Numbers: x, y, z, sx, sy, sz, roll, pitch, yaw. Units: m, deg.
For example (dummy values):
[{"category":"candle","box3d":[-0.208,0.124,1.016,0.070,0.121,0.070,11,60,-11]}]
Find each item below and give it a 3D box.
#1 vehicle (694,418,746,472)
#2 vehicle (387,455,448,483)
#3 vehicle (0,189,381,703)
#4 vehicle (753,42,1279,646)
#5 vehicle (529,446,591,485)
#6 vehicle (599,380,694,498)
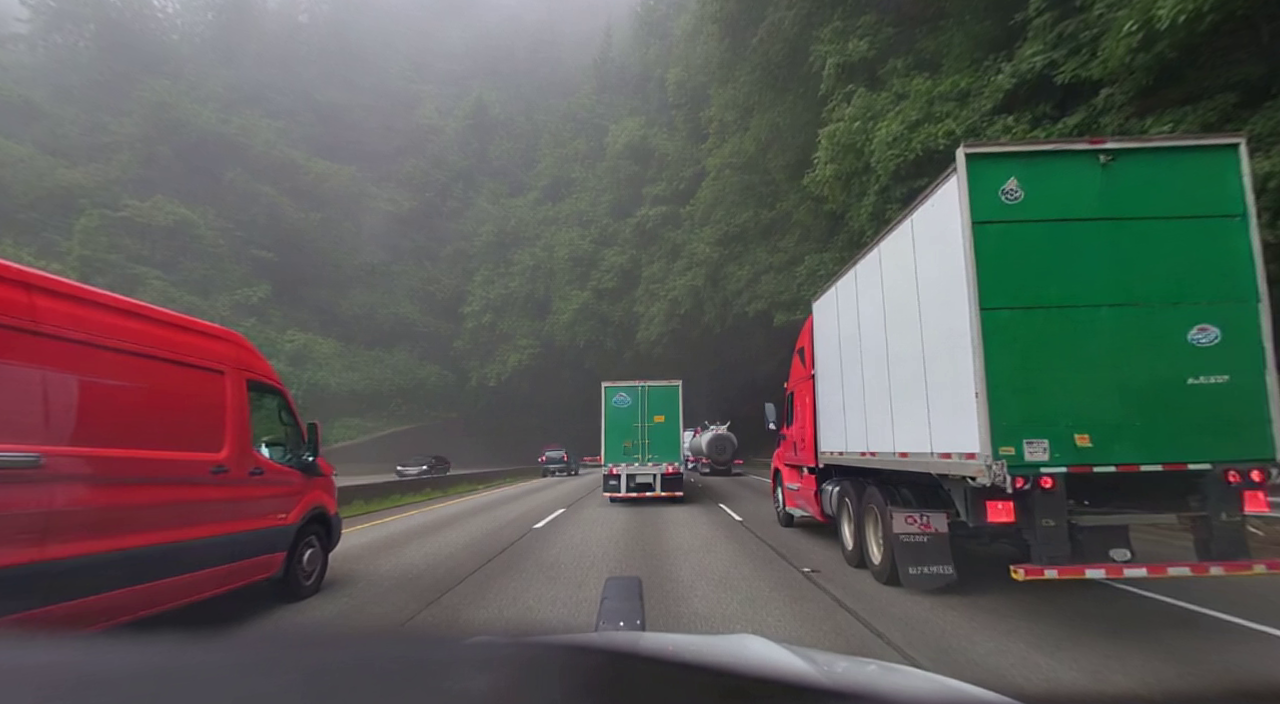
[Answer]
[{"category":"vehicle","box3d":[5.772,7.073,47.360,2.706,3.500,11.483,0,-9,2]},{"category":"vehicle","box3d":[-12.803,6.727,36.608,1.946,1.484,4.319,0,-9,1]},{"category":"vehicle","box3d":[-4.194,0.675,3.712,2.525,2.572,6.260,0,-9,1]},{"category":"vehicle","box3d":[4.458,0.720,10.159,3.139,4.152,11.915,0,-9,0]},{"category":"vehicle","box3d":[-3.599,5.197,29.245,2.134,1.652,4.439,0,-9,3]},{"category":"vehicle","box3d":[0.169,3.299,23.245,2.773,3.455,9.118,0,-9,0]}]
